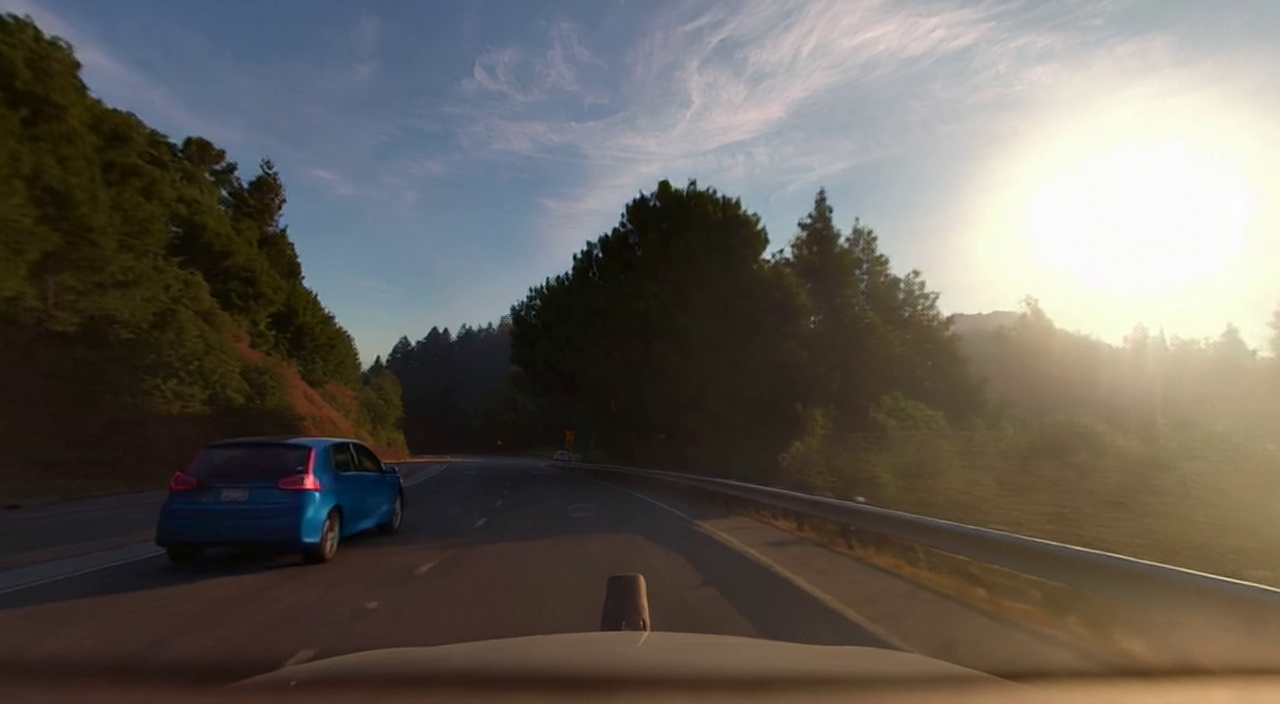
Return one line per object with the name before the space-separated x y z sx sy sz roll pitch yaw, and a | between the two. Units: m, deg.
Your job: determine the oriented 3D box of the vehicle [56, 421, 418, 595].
vehicle | -4.494 1.781 7.983 2.078 1.607 3.959 0 -9 -3
